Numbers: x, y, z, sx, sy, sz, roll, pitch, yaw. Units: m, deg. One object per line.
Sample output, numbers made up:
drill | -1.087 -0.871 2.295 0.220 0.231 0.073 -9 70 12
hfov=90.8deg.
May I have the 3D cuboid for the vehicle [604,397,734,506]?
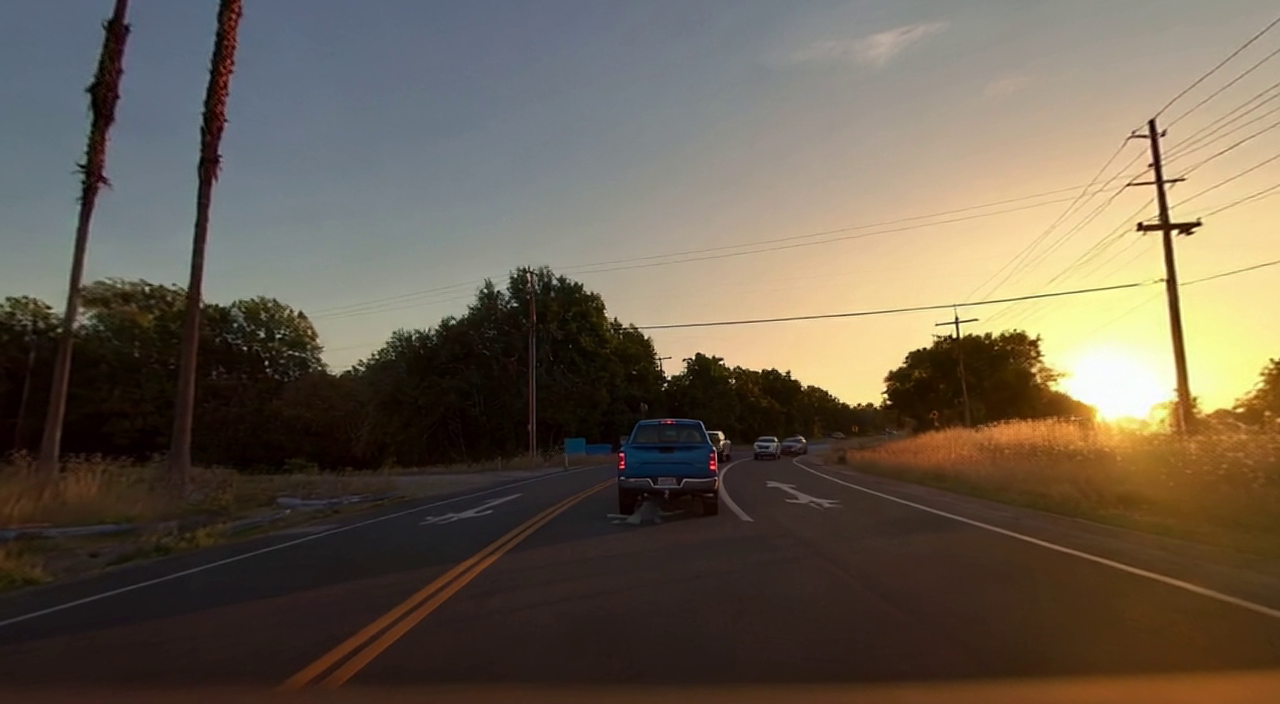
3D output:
vehicle | 0.759 2.498 16.104 2.693 2.223 5.885 -1 -8 3
